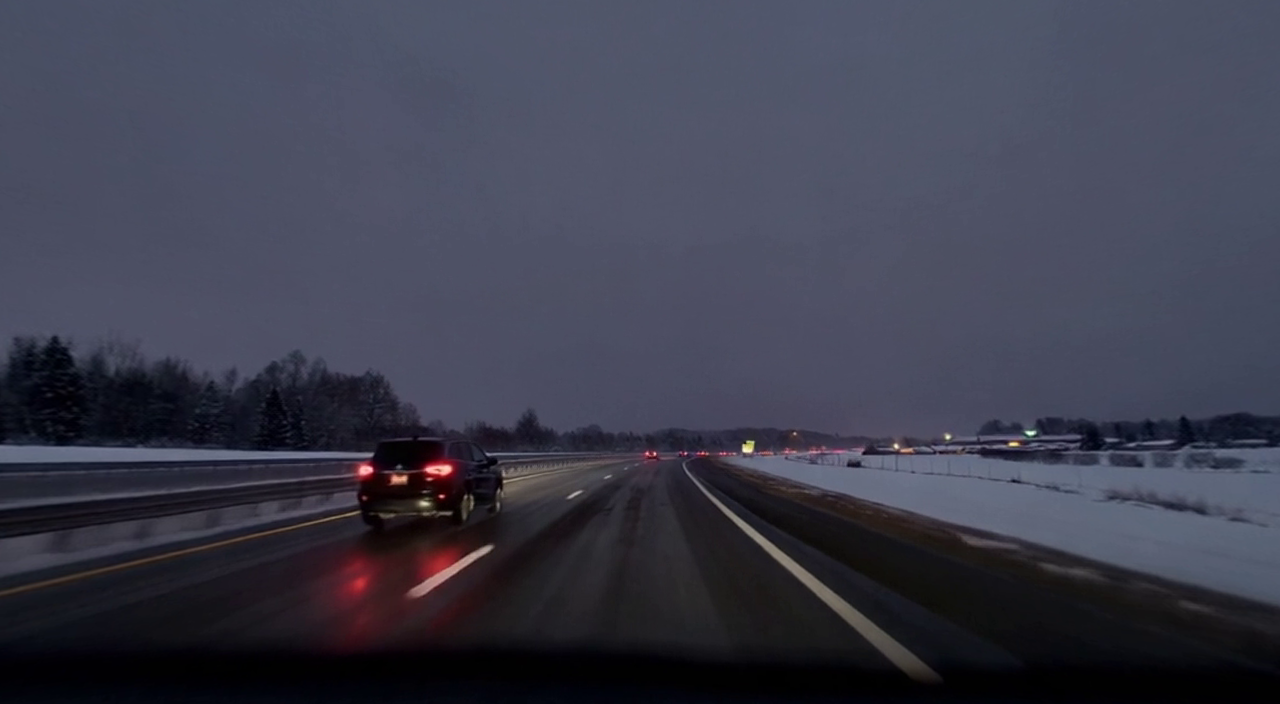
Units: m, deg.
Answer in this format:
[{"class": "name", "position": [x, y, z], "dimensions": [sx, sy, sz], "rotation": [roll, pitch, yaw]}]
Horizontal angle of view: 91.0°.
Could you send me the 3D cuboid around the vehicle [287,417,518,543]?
[{"class": "vehicle", "position": [-3.849, 2.182, 11.390], "dimensions": [2.193, 1.771, 4.757], "rotation": [0, -9, 2]}]
